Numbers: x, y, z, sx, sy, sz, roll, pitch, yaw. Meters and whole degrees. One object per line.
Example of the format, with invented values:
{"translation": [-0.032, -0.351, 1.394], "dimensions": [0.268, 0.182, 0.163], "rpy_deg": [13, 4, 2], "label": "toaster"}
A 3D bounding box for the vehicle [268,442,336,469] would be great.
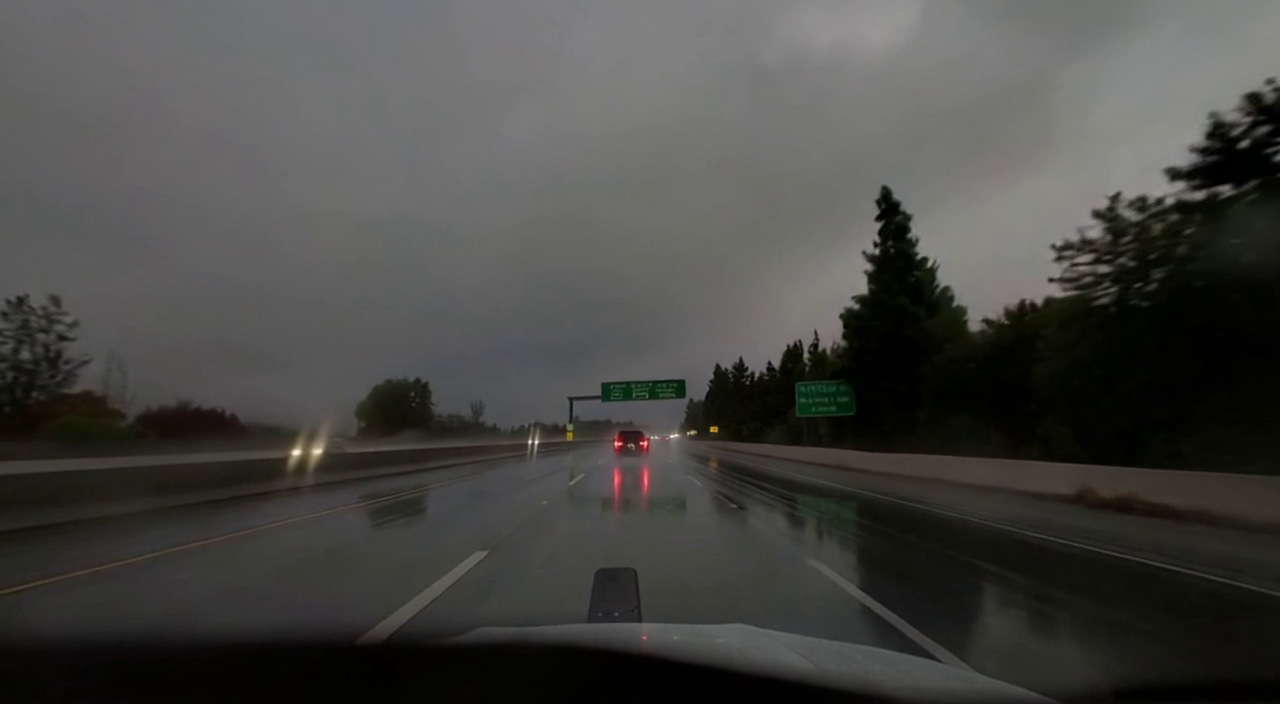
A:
{"translation": [-19.449, 5.925, 36.439], "dimensions": [1.781, 1.430, 3.836], "rpy_deg": [0, -8, 0], "label": "vehicle"}

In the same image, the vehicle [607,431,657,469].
{"translation": [-0.366, 4.367, 28.306], "dimensions": [2.094, 1.600, 3.666], "rpy_deg": [0, -8, -1], "label": "vehicle"}
